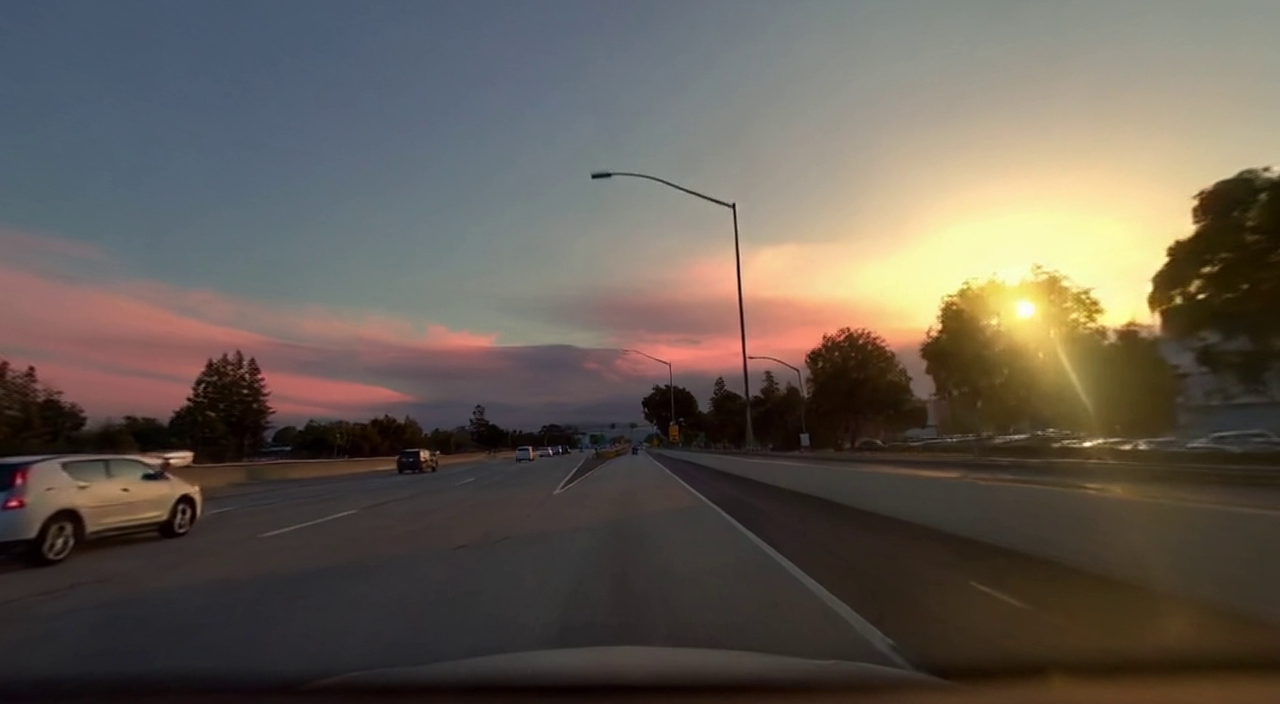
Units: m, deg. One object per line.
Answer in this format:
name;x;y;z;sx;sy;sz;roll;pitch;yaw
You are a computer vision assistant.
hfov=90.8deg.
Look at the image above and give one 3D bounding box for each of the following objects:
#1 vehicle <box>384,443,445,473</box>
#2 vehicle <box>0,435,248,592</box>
vehicle;-13.596;6.389;38.435;2.126;1.671;5.173;0;-8;-4
vehicle;-7.227;1.815;7.817;1.940;1.479;4.777;0;-8;-4
